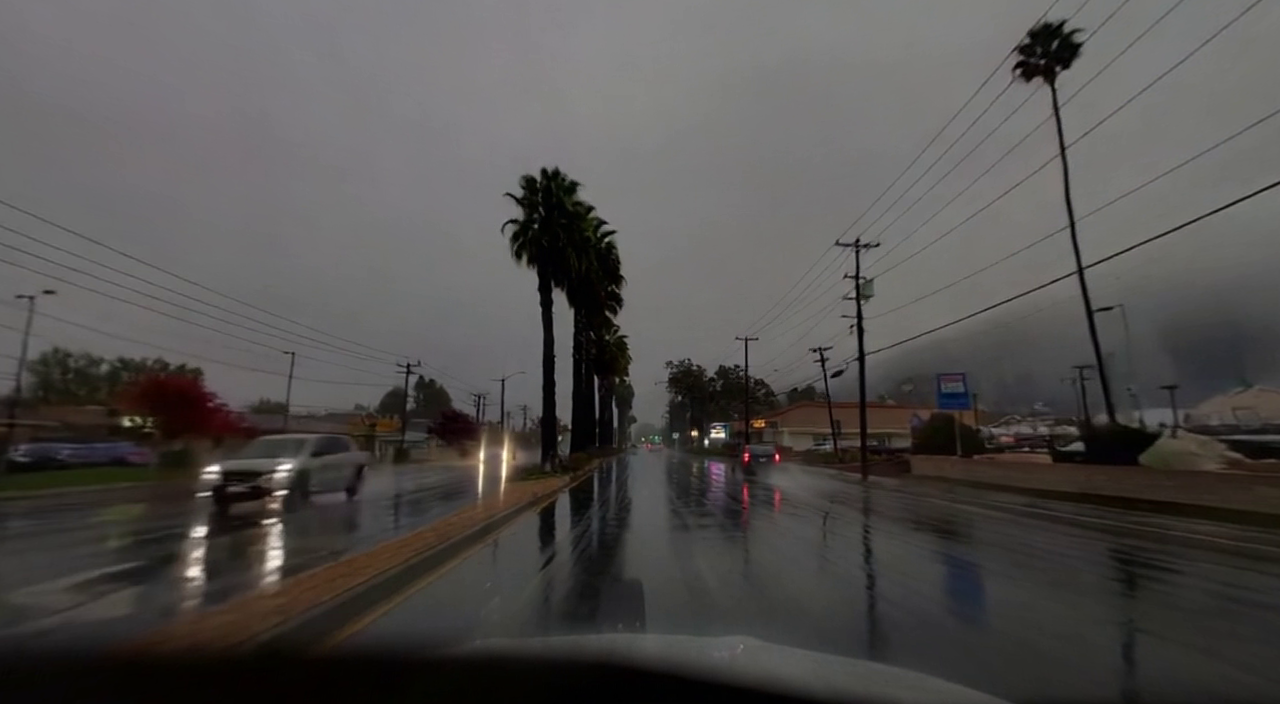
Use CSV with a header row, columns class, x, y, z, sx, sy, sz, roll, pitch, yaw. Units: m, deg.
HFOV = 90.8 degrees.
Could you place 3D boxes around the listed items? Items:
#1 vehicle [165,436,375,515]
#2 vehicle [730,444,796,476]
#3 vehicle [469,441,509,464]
class,x,y,z,sx,sy,sz,roll,pitch,yaw
vehicle,-7.964,2.681,14.261,1.946,1.471,4.587,0,-8,0
vehicle,5.918,5.253,31.042,2.261,1.479,4.403,0,-8,-2
vehicle,-11.800,7.913,49.759,2.007,1.707,4.522,0,-8,0
